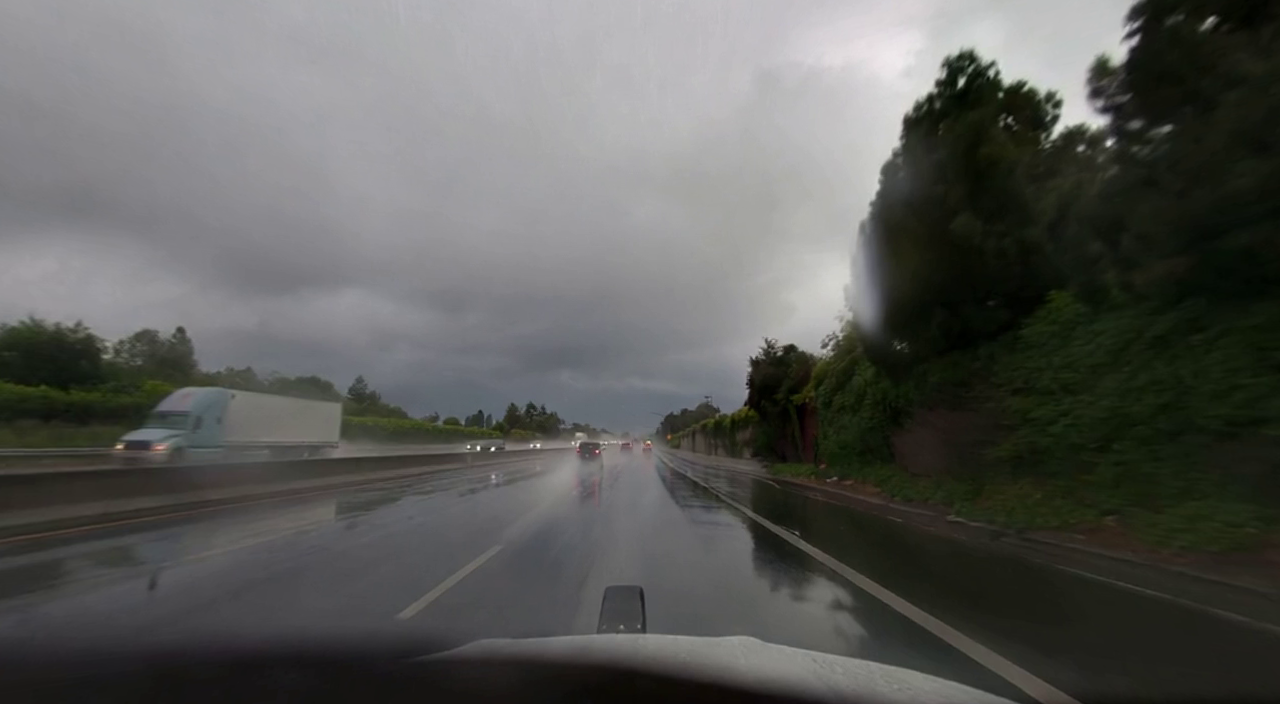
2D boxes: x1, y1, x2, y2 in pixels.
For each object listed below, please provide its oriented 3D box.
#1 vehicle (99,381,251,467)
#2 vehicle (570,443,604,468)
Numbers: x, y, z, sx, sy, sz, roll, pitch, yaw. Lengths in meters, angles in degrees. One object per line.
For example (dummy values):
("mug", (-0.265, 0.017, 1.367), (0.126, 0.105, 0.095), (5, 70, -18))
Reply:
("vehicle", (-23.124, 3.738, 31.891), (2.999, 3.954, 5.878), (0, -9, 0))
("vehicle", (-3.513, 6.909, 42.139), (1.921, 1.536, 3.920), (0, -9, 0))
